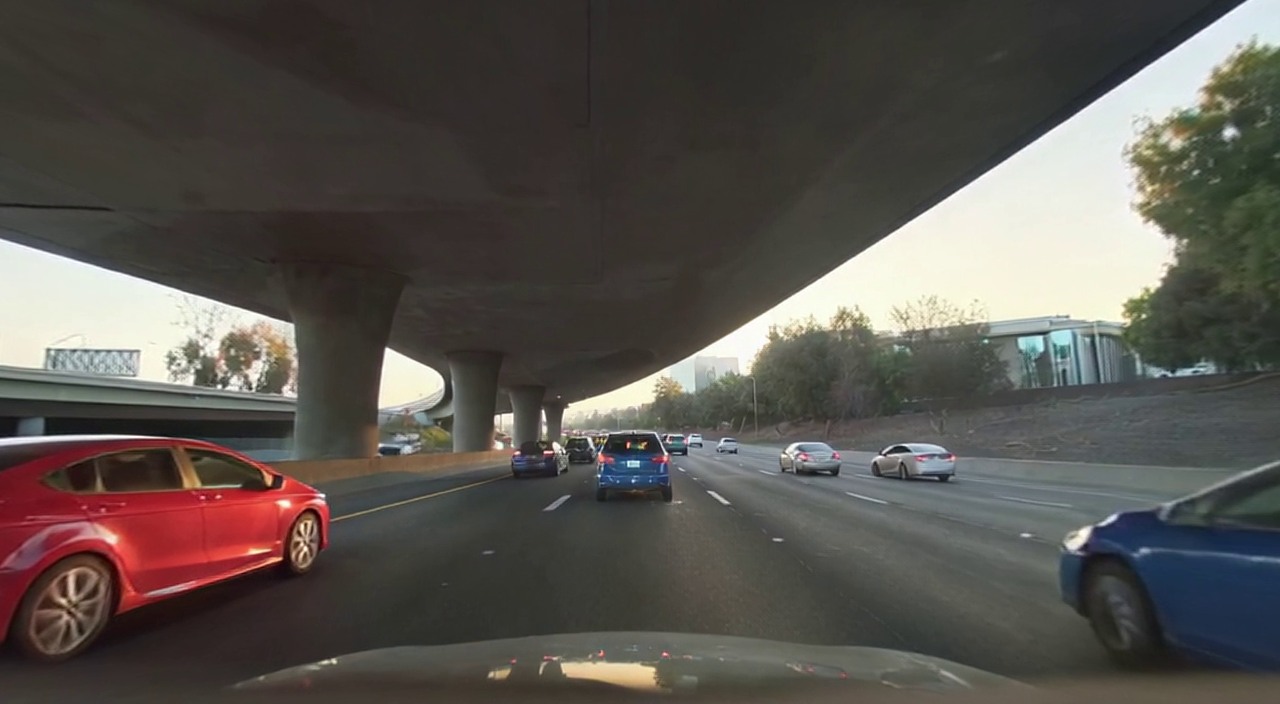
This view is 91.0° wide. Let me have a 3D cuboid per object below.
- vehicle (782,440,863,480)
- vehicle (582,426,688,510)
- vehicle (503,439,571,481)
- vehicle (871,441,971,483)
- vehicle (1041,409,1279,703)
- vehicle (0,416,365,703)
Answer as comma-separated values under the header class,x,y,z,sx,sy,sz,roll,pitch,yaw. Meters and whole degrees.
class,x,y,z,sx,sy,sz,roll,pitch,yaw
vehicle,7.597,4.544,26.699,2.049,1.521,4.604,0,-9,0
vehicle,-0.071,2.705,15.048,2.181,1.697,4.021,0,-9,1
vehicle,-4.014,4.306,25.309,1.947,1.516,4.295,0,-9,1
vehicle,11.258,4.410,25.612,2.008,1.516,4.385,0,-9,0
vehicle,3.899,0.918,2.170,2.031,1.492,4.577,0,-9,0
vehicle,-4.310,1.375,5.276,1.974,1.478,4.412,0,-9,0
